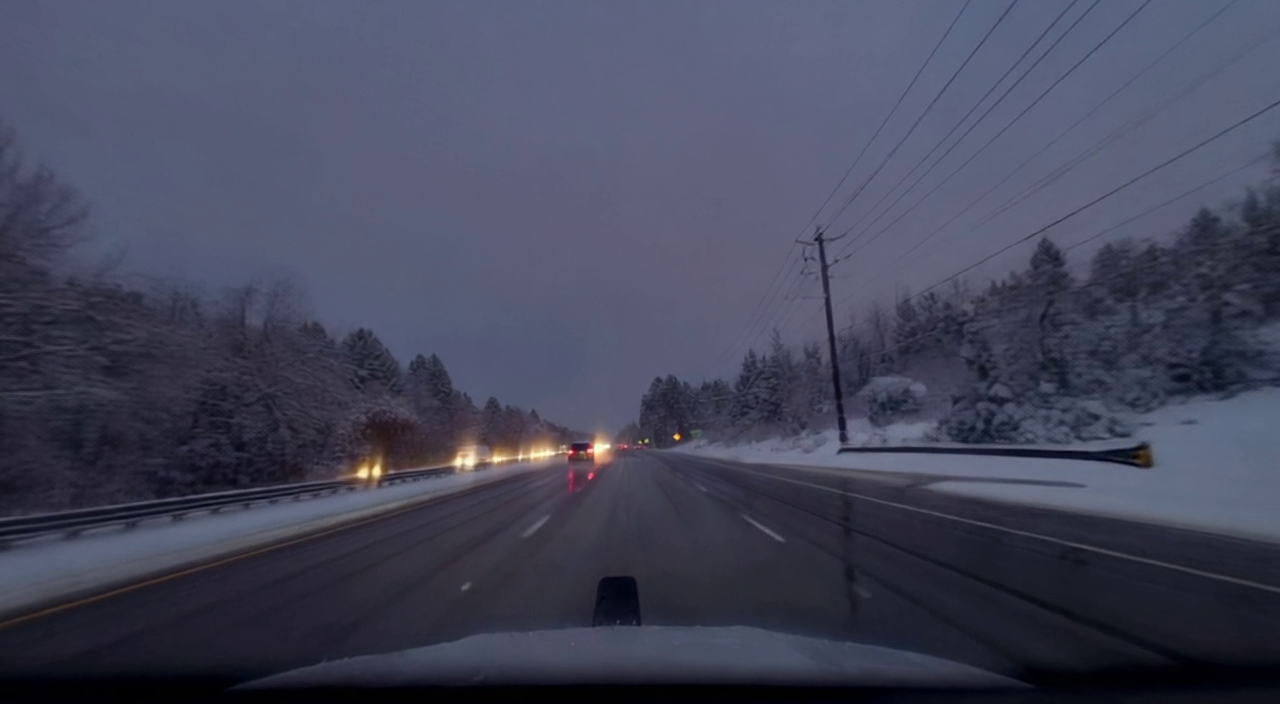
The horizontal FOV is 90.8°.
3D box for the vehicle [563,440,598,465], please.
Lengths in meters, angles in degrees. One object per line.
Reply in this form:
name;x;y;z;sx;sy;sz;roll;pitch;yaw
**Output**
vehicle;-4.441;7.569;47.702;2.130;1.823;4.761;0;-8;0
